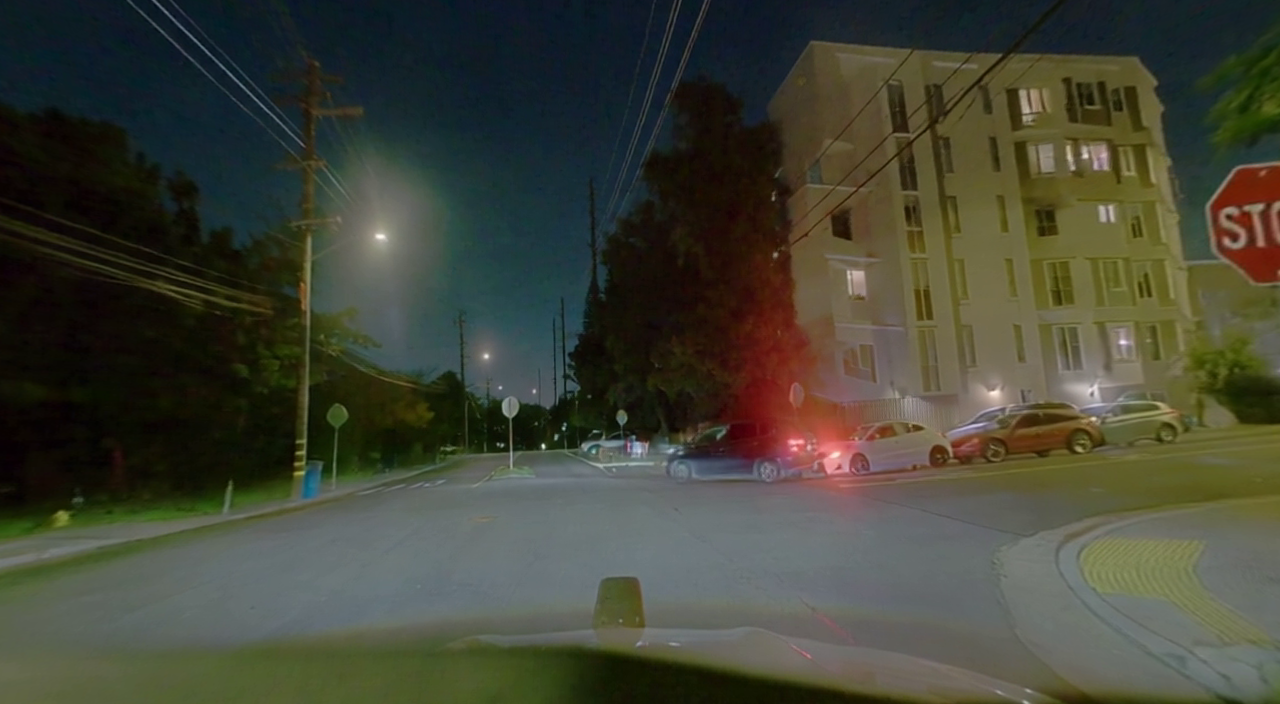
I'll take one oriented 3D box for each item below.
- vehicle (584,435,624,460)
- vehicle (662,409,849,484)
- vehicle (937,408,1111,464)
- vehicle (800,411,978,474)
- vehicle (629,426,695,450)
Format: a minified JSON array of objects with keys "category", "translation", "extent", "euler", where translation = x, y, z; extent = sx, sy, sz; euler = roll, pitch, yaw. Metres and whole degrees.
[{"category":"vehicle","translation":[-2.300,5.933,39.393],"extent":[1.918,1.475,4.060],"euler":[2,-9,-12]},{"category":"vehicle","translation":[3.249,2.648,17.761],"extent":[4.790,1.872,2.155],"euler":[-4,-9,22]},{"category":"vehicle","translation":[12.893,2.851,21.326],"extent":[4.830,1.490,1.878],"euler":[-2,-11,-11]},{"category":"vehicle","translation":[7.907,2.917,20.294],"extent":[4.877,1.755,1.918],"euler":[0,-11,-10]},{"category":"vehicle","translation":[1.562,6.282,45.920],"extent":[4.424,1.645,1.820],"euler":[2,-9,-13]}]
